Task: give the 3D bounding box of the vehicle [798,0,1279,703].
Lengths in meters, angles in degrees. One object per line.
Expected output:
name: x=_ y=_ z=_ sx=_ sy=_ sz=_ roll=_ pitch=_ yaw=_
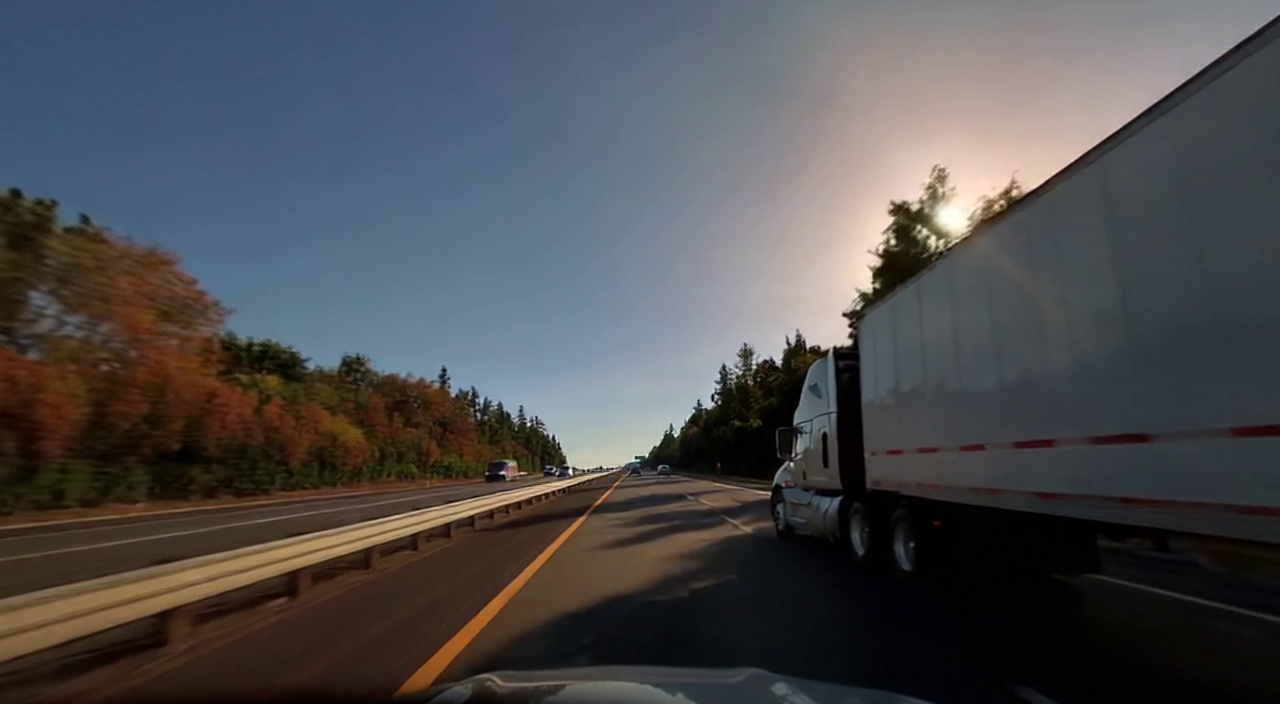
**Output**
vehicle: x=4.657 y=0.221 z=4.804 sx=3.204 sy=4.102 sz=13.306 roll=1 pitch=-10 yaw=-1
